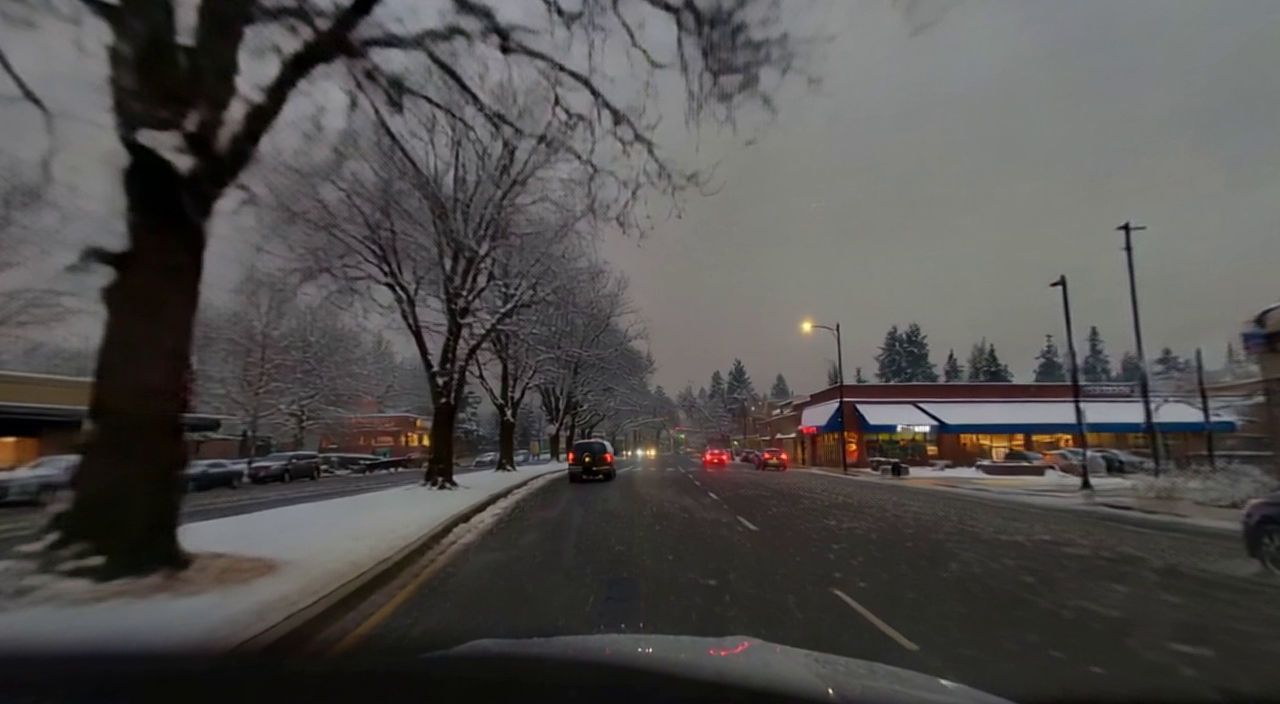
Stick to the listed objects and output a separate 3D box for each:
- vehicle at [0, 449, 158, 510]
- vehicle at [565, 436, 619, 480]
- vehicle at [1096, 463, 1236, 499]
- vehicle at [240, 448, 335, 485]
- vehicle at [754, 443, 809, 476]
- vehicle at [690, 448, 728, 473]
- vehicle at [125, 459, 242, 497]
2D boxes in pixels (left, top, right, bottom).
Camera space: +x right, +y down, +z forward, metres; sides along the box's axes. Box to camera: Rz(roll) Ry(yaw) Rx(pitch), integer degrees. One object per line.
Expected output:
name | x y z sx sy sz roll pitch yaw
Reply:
vehicle | -19.159 4.146 21.088 2.137 1.723 4.850 0 -8 1
vehicle | -2.227 4.991 29.954 2.344 1.863 4.665 0 -9 -3
vehicle | 27.994 6.857 33.697 5.680 1.772 2.071 0 -9 -2
vehicle | -18.884 6.129 34.157 1.914 1.785 5.408 0 -8 1
vehicle | 7.880 6.047 35.622 2.040 1.738 4.414 0 -9 0
vehicle | 4.298 6.770 39.735 1.886 1.464 4.290 0 -9 0
vehicle | -18.890 5.207 26.350 1.737 1.349 4.014 0 -9 3
